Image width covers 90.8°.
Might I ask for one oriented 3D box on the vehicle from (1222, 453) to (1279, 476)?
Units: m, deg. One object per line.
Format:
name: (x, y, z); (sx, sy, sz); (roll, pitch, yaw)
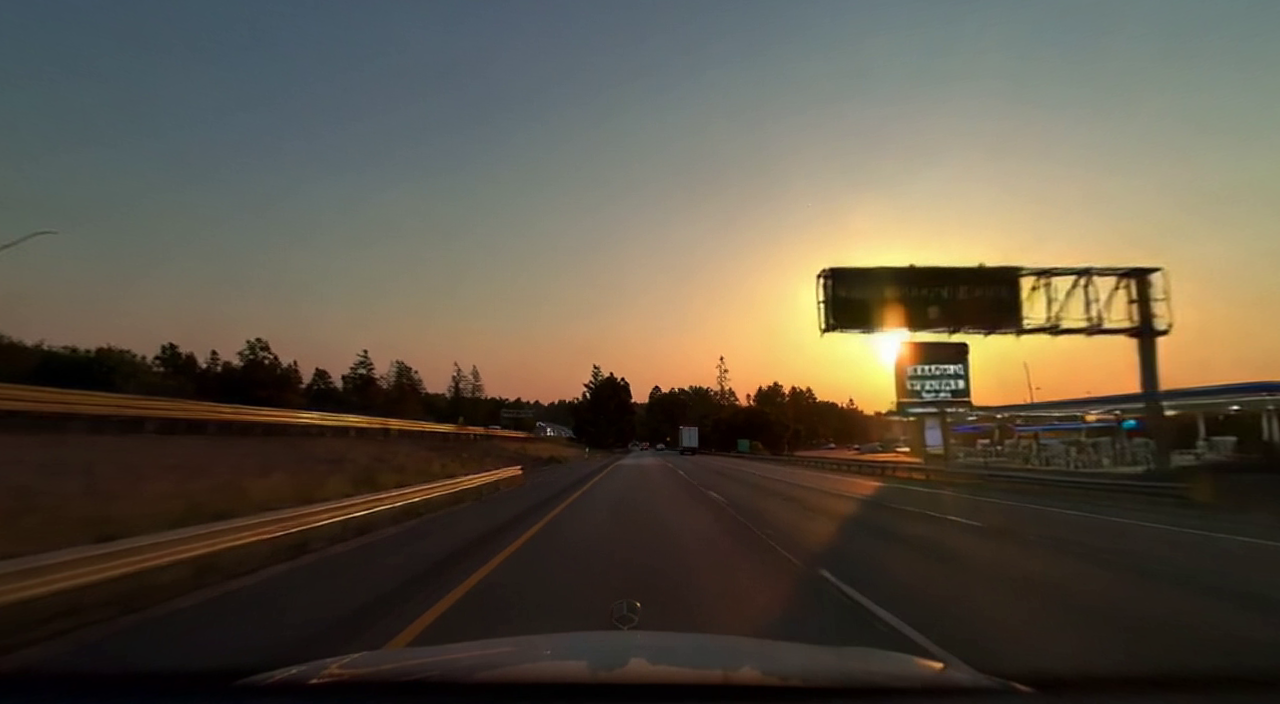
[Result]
vehicle: (43.494, 7.740, 43.679); (1.820, 1.466, 4.874); (0, -8, 1)
